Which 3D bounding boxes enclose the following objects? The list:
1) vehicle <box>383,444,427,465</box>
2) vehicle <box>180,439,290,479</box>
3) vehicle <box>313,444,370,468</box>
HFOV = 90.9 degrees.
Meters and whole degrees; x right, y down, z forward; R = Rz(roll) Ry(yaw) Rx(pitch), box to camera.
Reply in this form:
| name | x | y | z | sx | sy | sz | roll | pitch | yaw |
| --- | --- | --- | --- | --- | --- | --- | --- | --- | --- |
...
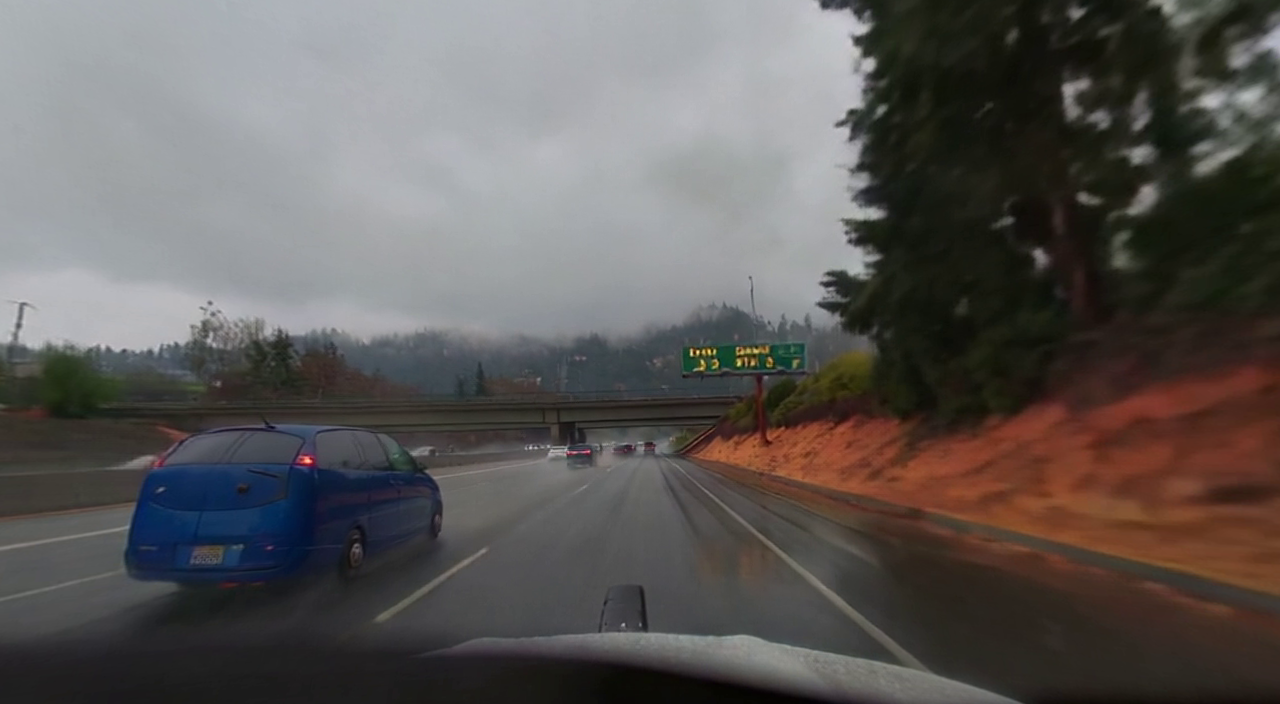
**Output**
| name | x | y | z | sx | sy | sz | roll | pitch | yaw |
| --- | --- | --- | --- | --- | --- | --- | --- | --- | --- |
| vehicle | -16.019 | 6.994 | 43.139 | 1.530 | 1.404 | 3.459 | 0 | -8 | 2 |
| vehicle | -19.882 | 5.239 | 31.264 | 2.156 | 1.806 | 4.697 | -1 | -8 | 3 |
| vehicle | -20.064 | 6.982 | 42.515 | 1.890 | 1.538 | 3.644 | -1 | -8 | 3 |
